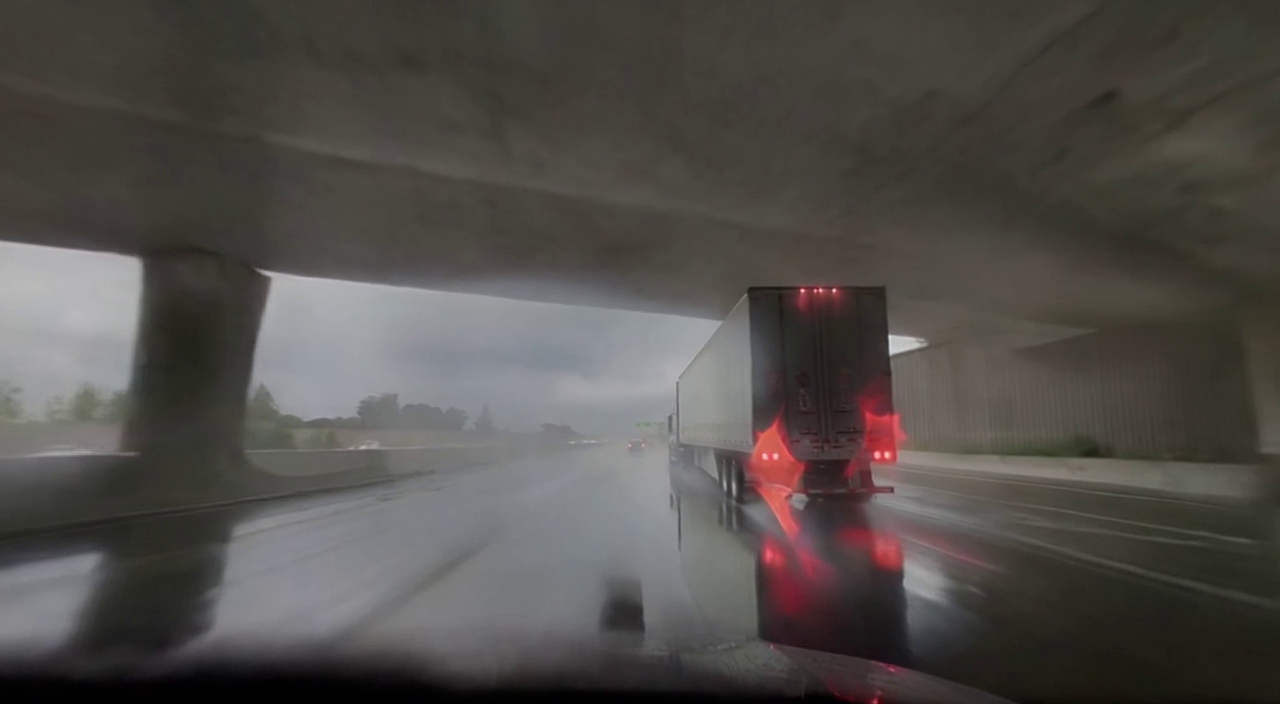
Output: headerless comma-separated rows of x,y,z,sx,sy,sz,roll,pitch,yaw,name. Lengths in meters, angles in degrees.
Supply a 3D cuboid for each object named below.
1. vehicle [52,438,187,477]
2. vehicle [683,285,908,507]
-21.662,4.419,26.572,1.824,1.490,4.483,0,-9,1,vehicle
3.421,2.019,19.956,2.743,4.160,16.408,0,-9,-1,vehicle
